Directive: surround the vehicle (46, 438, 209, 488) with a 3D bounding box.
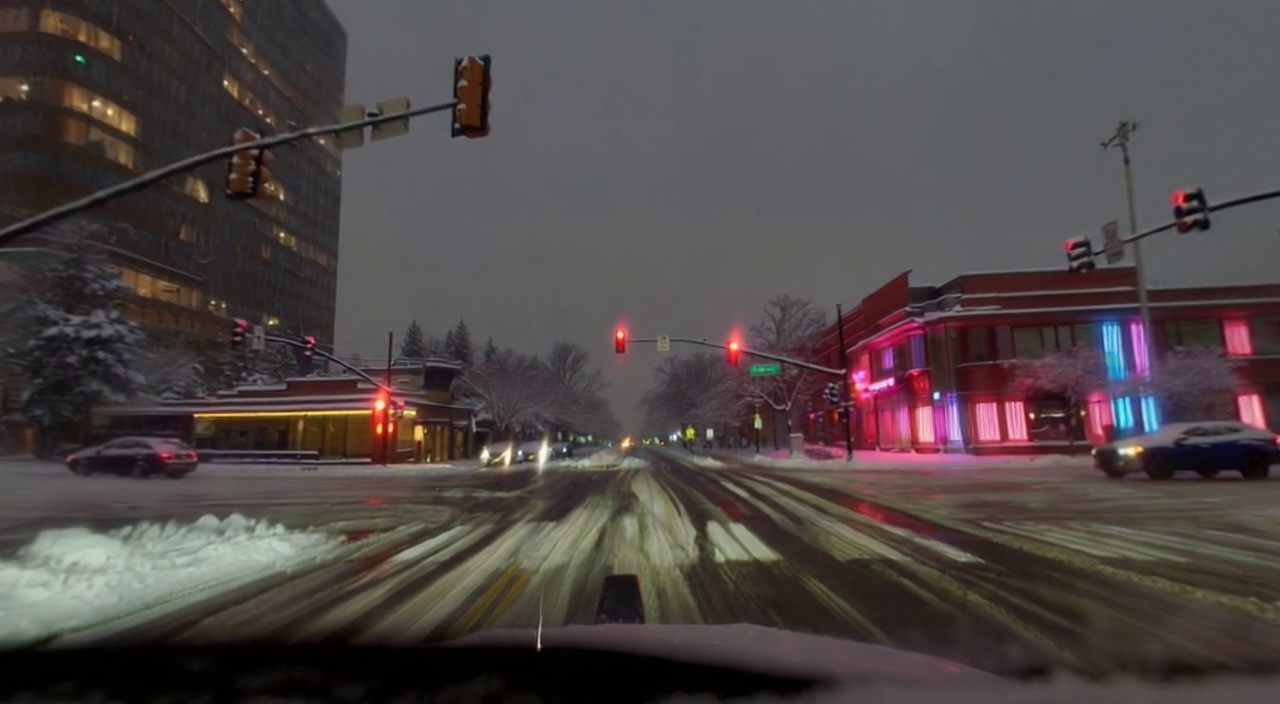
[{"bbox_3d":[-21.165,4.560,26.200,5.161,1.910,2.275,-2,-9,11],"label":"vehicle"}]

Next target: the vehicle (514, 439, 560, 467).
[{"bbox_3d":[-6.820,6.715,42.212,2.181,1.703,4.512,0,-8,2],"label":"vehicle"}]

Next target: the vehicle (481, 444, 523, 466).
[{"bbox_3d":[-9.879,7.376,45.555,2.106,1.505,4.228,0,-8,0],"label":"vehicle"}]

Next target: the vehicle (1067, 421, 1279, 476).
[{"bbox_3d":[15.406,2.792,18.204,4.651,1.463,1.880,-2,-9,9],"label":"vehicle"}]
